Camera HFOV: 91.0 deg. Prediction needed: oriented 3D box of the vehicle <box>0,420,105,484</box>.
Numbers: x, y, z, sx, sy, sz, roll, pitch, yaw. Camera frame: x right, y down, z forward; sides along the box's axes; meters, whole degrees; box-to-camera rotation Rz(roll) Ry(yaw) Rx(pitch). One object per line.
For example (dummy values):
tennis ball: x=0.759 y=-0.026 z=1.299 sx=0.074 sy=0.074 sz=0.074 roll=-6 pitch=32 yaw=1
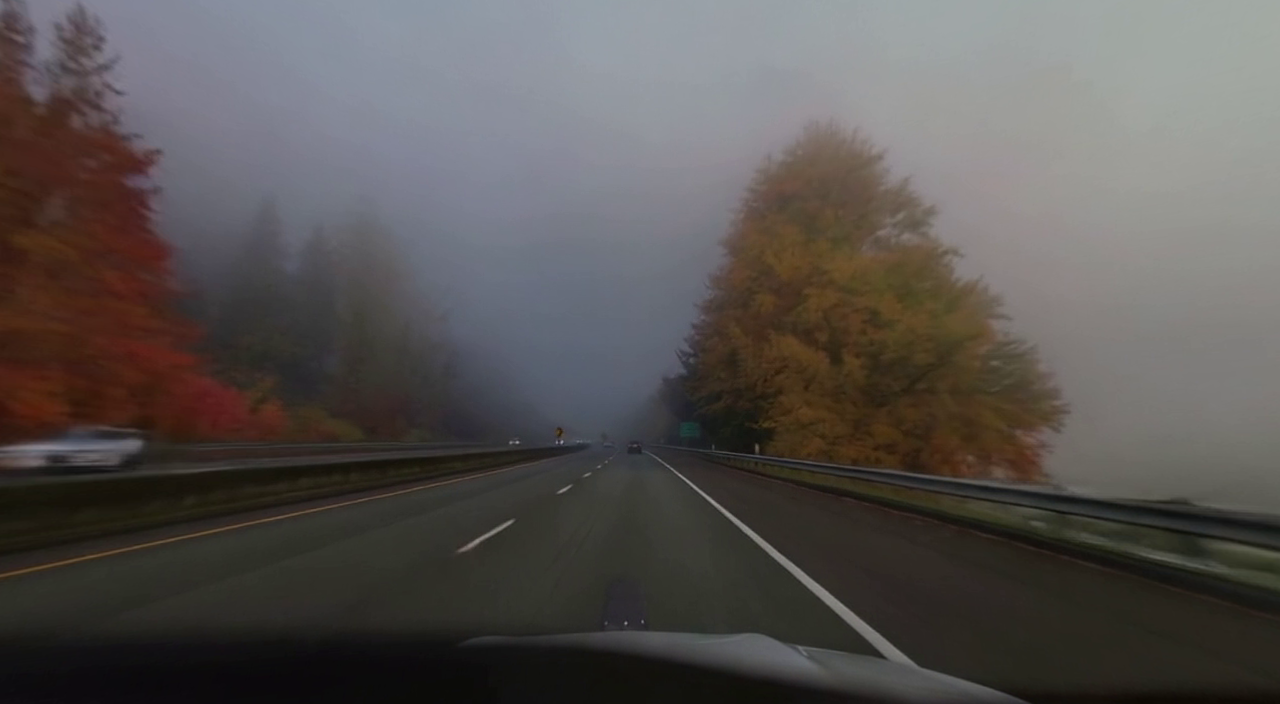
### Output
vehicle: x=-16.507 y=2.555 z=16.200 sx=1.861 sy=1.541 sz=4.039 roll=0 pitch=-8 yaw=0
